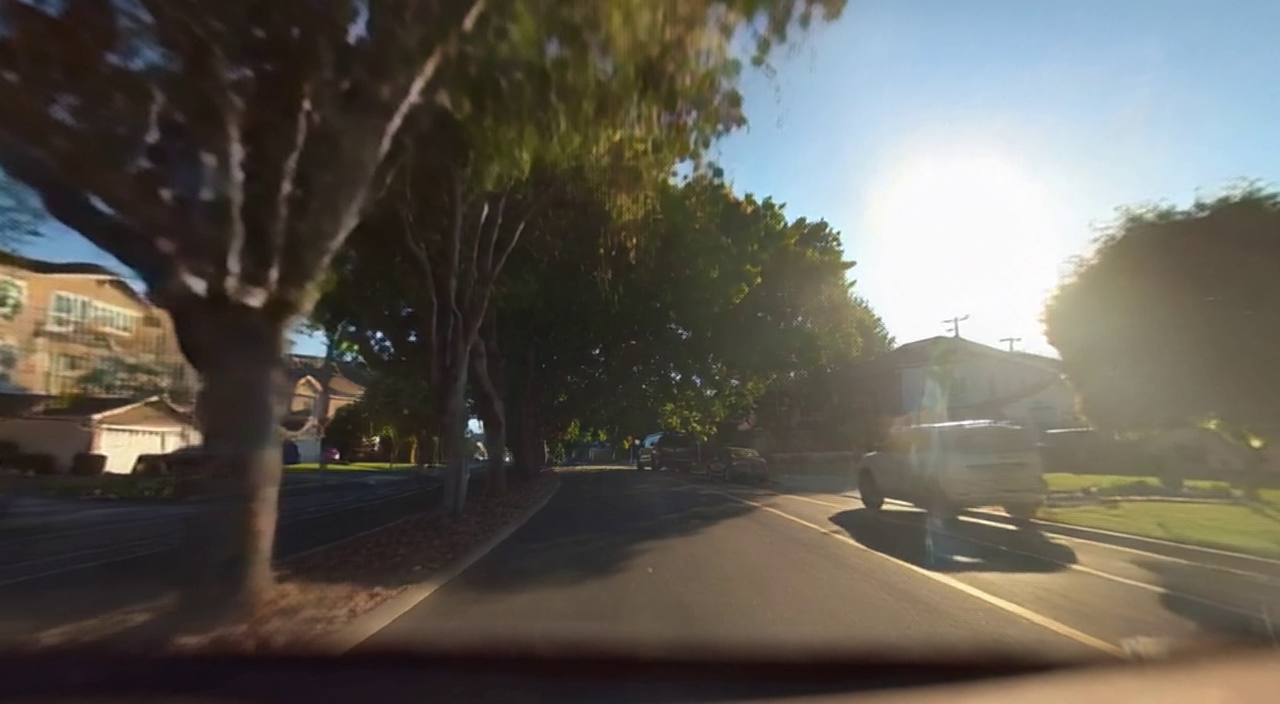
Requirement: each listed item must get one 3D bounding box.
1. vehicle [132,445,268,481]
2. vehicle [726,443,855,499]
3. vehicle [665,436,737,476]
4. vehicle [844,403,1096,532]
[{"bbox_3d":[-19.514,4.917,28.253,4.502,1.511,1.939,2,-9,-13],"label":"vehicle"},{"bbox_3d":[5.204,4.181,22.804,2.713,1.671,4.939,1,-8,-10],"label":"vehicle"},{"bbox_3d":[3.367,6.000,36.704,2.670,2.085,6.775,1,-8,-7],"label":"vehicle"},{"bbox_3d":[6.261,2.265,12.948,2.305,2.111,4.965,0,-8,-2],"label":"vehicle"}]
